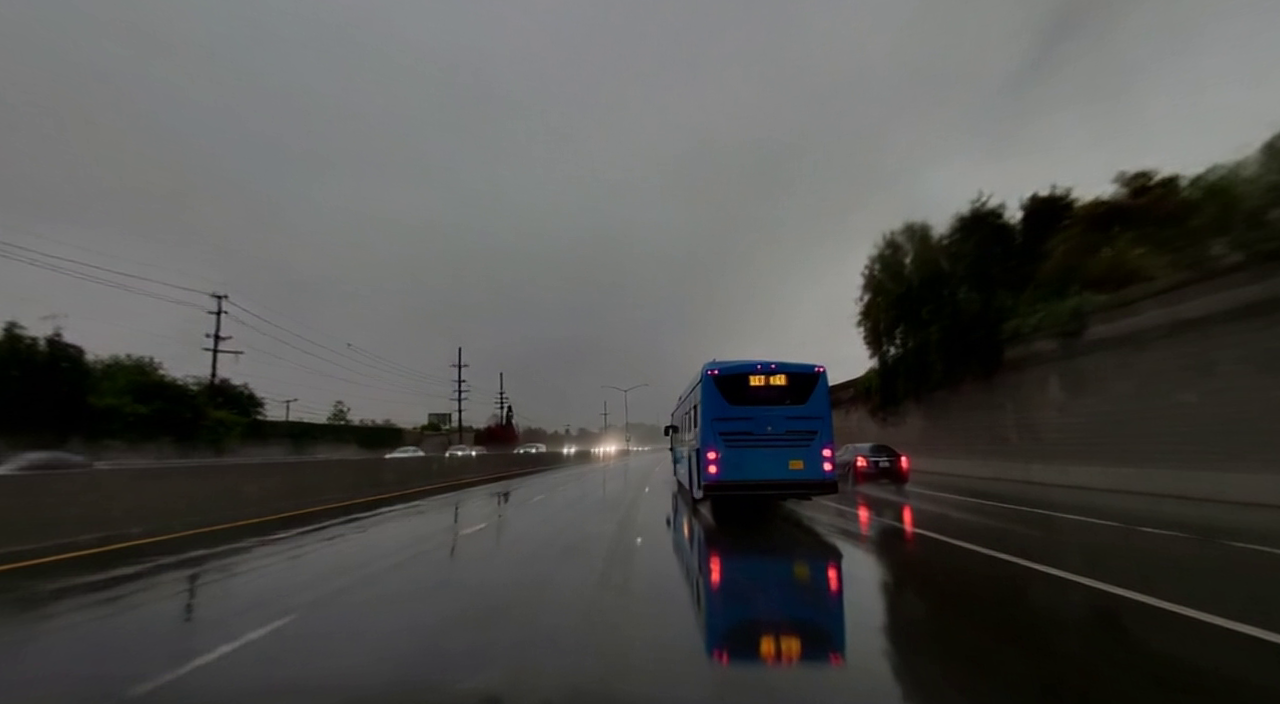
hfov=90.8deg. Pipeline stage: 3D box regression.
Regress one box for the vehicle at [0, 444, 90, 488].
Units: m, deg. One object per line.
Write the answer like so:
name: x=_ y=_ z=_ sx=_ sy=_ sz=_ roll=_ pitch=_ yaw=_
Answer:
vehicle: x=-26.090 y=4.731 z=26.435 sx=1.926 sy=1.706 sz=4.607 roll=0 pitch=-9 yaw=1

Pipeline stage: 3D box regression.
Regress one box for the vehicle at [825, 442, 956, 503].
vehicle: x=7.096 y=3.411 z=18.501 sx=2.047 sy=1.479 sz=4.593 roll=-2 pitch=-8 yaw=2

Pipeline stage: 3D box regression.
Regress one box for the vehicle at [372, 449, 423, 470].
vehicle: x=-18.148 y=8.044 z=47.467 sx=1.900 sy=1.479 sz=4.436 roll=0 pitch=-9 yaw=2

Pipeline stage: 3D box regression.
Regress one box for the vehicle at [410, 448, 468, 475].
vehicle: x=-11.551 y=6.306 z=36.611 sx=1.826 sy=1.446 sz=4.234 roll=0 pitch=-9 yaw=2

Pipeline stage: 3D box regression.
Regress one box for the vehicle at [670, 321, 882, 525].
vehicle: x=2.695 y=2.293 z=18.349 sx=3.144 sy=3.580 sz=14.591 roll=0 pitch=-9 yaw=1
